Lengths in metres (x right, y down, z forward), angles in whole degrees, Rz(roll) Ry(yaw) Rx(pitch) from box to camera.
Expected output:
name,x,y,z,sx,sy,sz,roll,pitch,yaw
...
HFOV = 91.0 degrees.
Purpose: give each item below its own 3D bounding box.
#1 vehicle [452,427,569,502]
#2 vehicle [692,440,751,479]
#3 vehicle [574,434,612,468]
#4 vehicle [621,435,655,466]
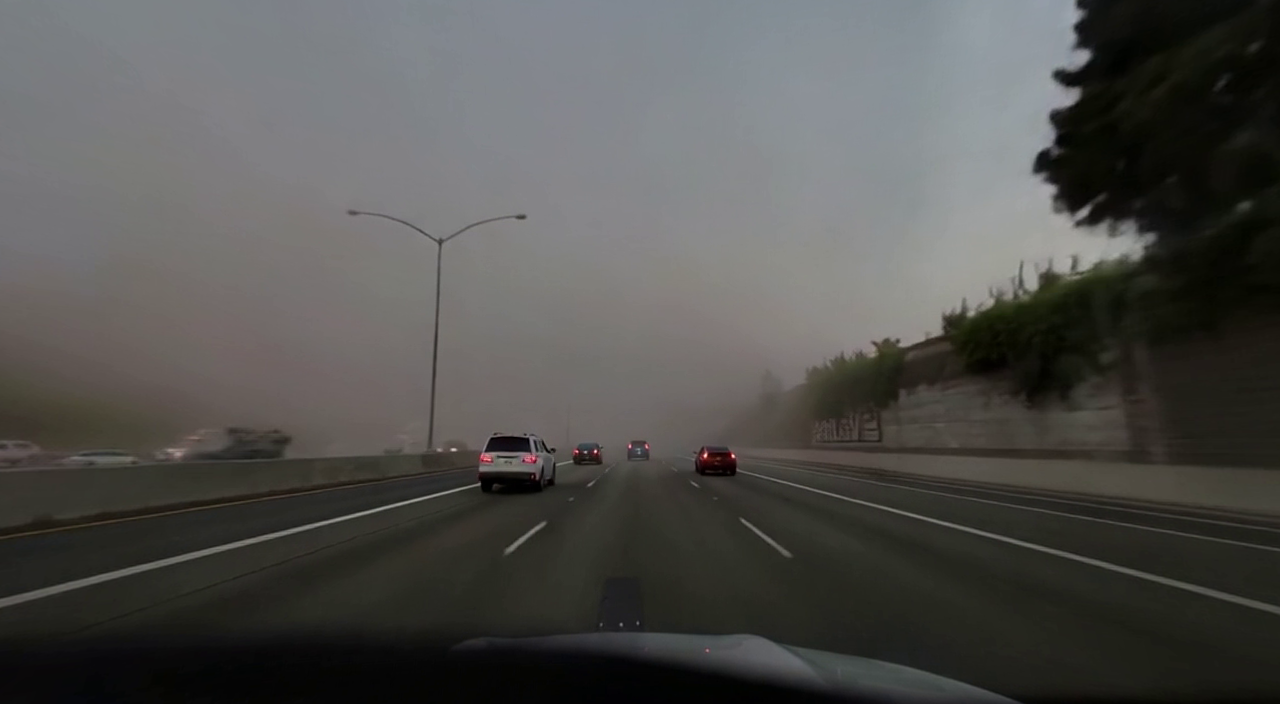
name,x,y,z,sx,sy,sz,roll,pitch,yaw
vehicle,-3.519,3.192,18.366,2.184,1.819,5.441,0,-9,1
vehicle,3.922,5.269,31.092,2.224,1.752,4.487,1,-9,-1
vehicle,-3.286,7.016,44.780,2.378,2.214,4.352,0,-9,0
vehicle,-0.106,7.615,48.887,2.485,2.215,5.199,0,-9,0
